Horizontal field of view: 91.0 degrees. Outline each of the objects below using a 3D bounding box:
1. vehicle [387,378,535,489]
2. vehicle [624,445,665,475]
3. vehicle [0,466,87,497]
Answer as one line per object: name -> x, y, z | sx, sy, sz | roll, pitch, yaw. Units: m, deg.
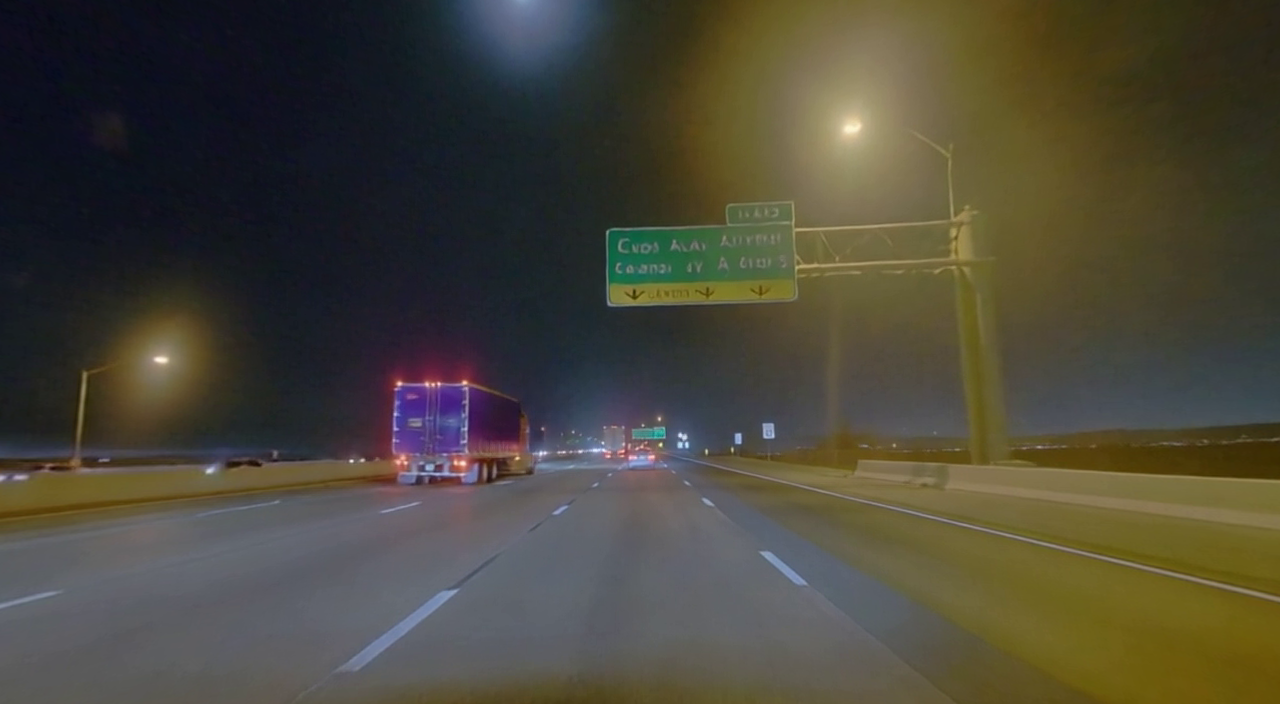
vehicle -> -7.127, 3.665, 27.471 | 3.067, 3.804, 11.136 | 0, -9, 1
vehicle -> 0.209, 5.734, 33.729 | 2.066, 1.469, 4.050 | 0, -9, -1
vehicle -> -34.514, 7.306, 35.740 | 1.808, 1.504, 4.837 | 0, -9, 1
